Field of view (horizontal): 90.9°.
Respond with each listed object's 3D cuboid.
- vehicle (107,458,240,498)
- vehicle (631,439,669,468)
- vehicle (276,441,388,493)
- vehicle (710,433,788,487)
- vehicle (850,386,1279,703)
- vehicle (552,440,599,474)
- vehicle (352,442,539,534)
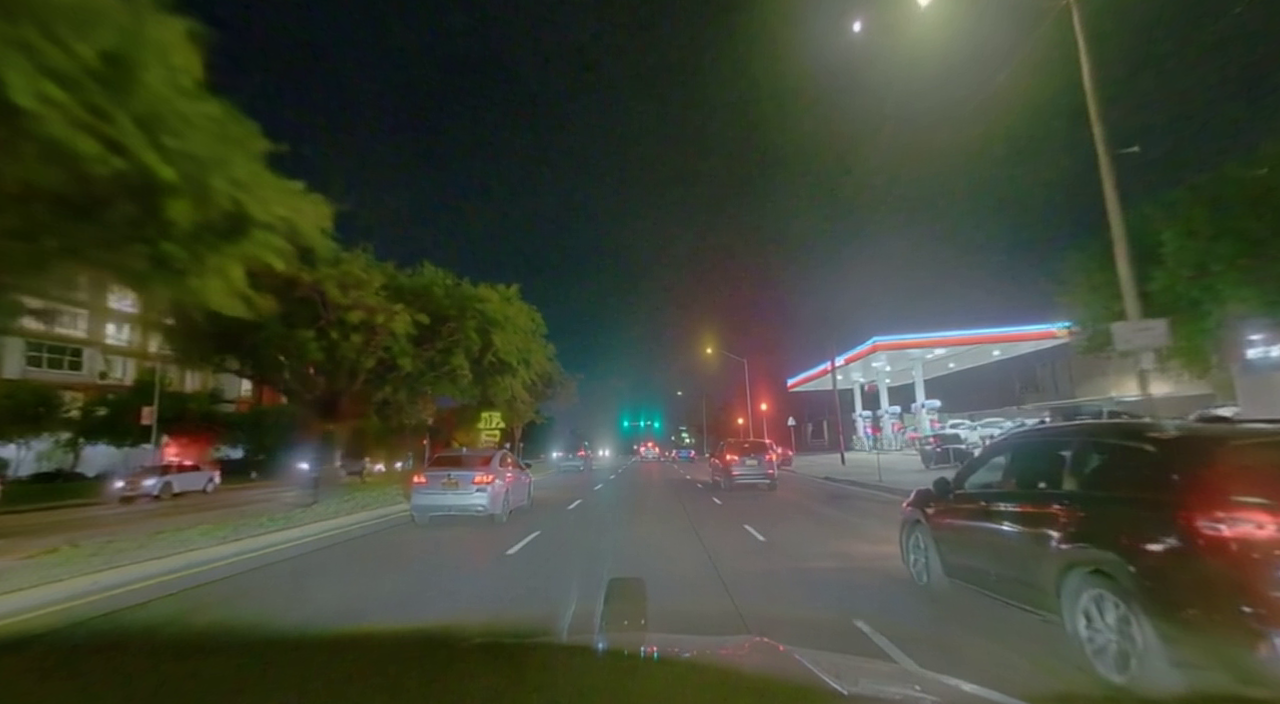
[{"bbox_3d":[-20.518,5.531,28.057,2.223,1.461,4.721,0,-8,2],"label":"vehicle"},{"bbox_3d":[0.600,6.229,38.740,2.192,1.674,4.124,0,-8,0],"label":"vehicle"},{"bbox_3d":[-11.716,4.360,24.398,2.012,1.781,4.599,0,-8,0],"label":"vehicle"},{"bbox_3d":[3.830,3.879,23.008,1.980,1.709,4.813,0,-8,0],"label":"vehicle"},{"bbox_3d":[3.152,1.190,4.304,1.919,1.502,4.572,0,-8,1],"label":"vehicle"},{"bbox_3d":[-3.318,5.480,33.211,1.988,1.645,3.995,0,-8,1],"label":"vehicle"},{"bbox_3d":[-3.275,2.372,11.707,2.013,1.354,4.393,0,-8,1],"label":"vehicle"}]
